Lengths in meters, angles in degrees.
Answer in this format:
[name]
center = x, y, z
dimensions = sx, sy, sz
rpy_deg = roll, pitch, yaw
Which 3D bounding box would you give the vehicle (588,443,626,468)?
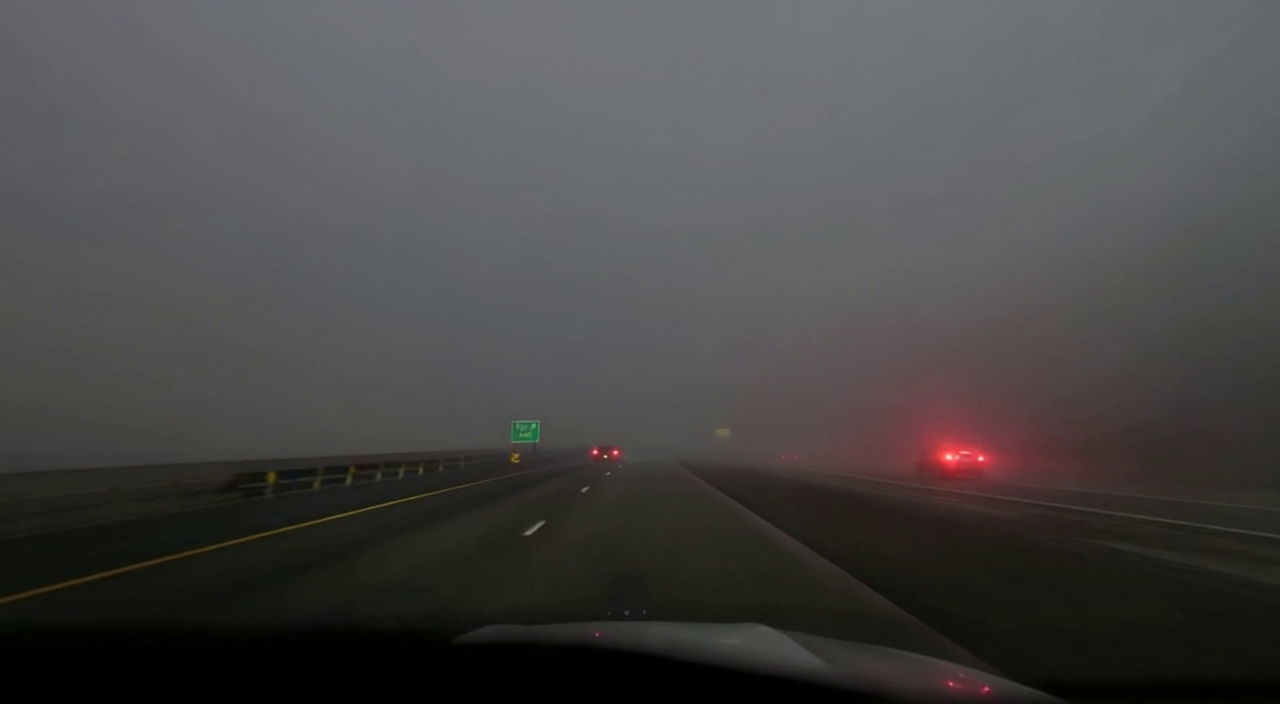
[vehicle]
center = -2.073, 6.636, 40.668
dimensions = 1.968, 1.504, 3.892
rpy_deg = -1, -8, 4
